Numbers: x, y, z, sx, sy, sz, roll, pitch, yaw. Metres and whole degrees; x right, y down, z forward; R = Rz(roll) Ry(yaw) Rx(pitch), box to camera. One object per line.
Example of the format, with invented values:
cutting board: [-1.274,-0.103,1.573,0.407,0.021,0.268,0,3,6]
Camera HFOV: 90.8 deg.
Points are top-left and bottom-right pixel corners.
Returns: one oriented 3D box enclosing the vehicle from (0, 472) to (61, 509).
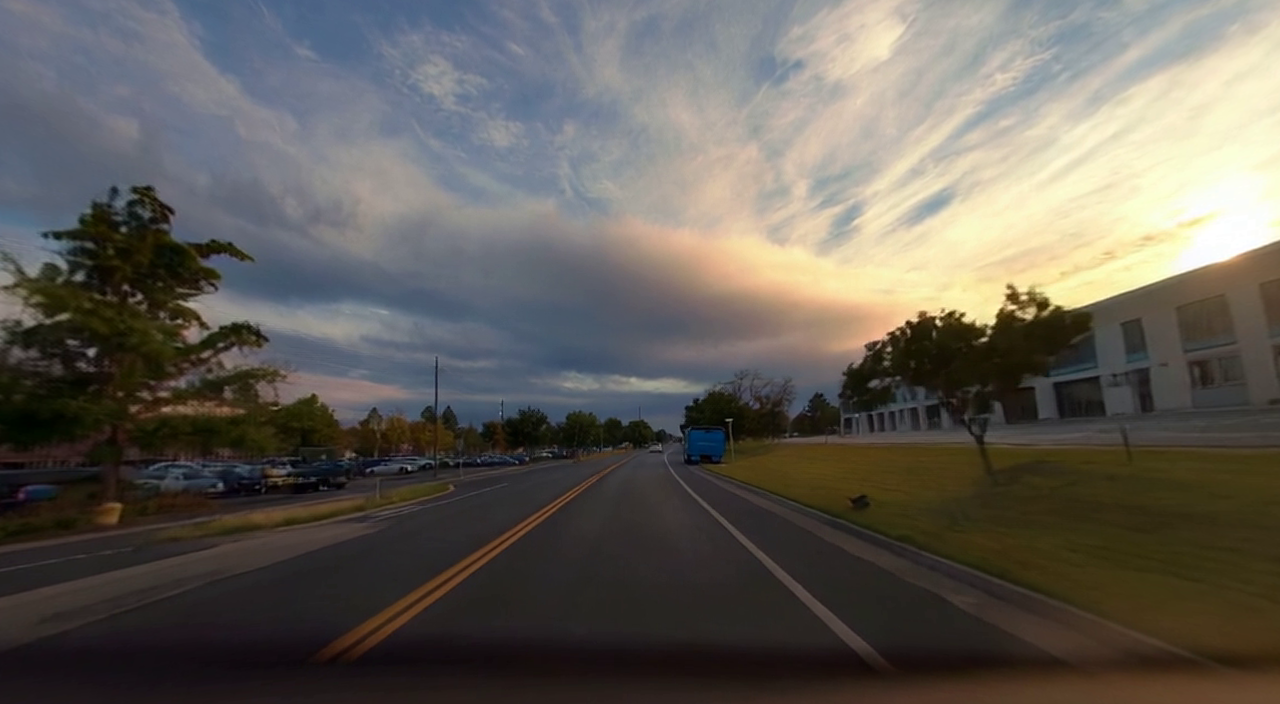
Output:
vehicle: [-33.018,7.122,32.629,4.183,1.758,2.059,0,-9,2]

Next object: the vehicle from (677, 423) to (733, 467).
vehicle: [4.842,7.278,49.263,3.282,3.067,10.181,0,-9,0]

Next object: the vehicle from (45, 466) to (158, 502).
vehicle: [-32.528,7.974,38.285,4.996,1.817,2.054,-3,-10,2]

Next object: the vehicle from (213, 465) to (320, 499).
vehicle: [-22.162,7.693,37.758,2.233,1.709,5.161,-3,-9,19]
